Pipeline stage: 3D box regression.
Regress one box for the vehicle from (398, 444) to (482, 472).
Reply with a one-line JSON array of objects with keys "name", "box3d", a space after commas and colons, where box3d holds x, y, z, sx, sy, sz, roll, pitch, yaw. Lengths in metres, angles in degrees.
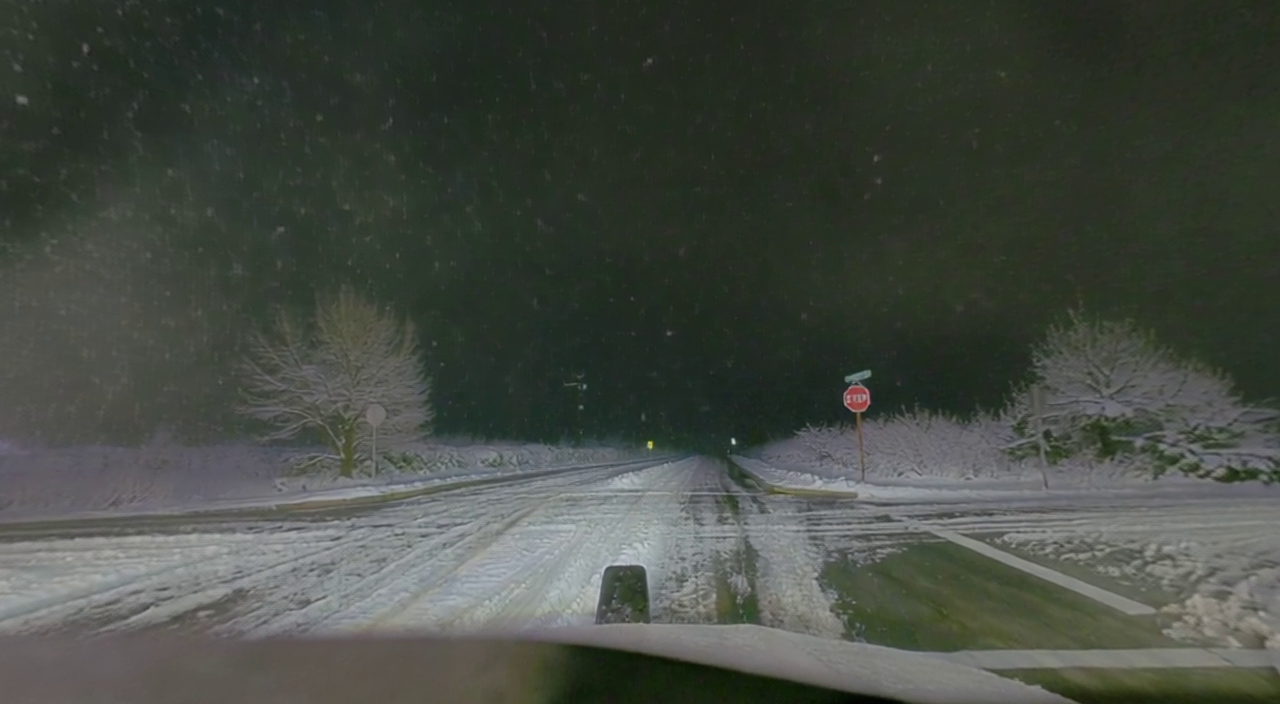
[{"name": "vehicle", "box3d": [-12.669, 6.726, 40.070, 4.590, 1.735, 1.973, -1, -8, 3]}]
